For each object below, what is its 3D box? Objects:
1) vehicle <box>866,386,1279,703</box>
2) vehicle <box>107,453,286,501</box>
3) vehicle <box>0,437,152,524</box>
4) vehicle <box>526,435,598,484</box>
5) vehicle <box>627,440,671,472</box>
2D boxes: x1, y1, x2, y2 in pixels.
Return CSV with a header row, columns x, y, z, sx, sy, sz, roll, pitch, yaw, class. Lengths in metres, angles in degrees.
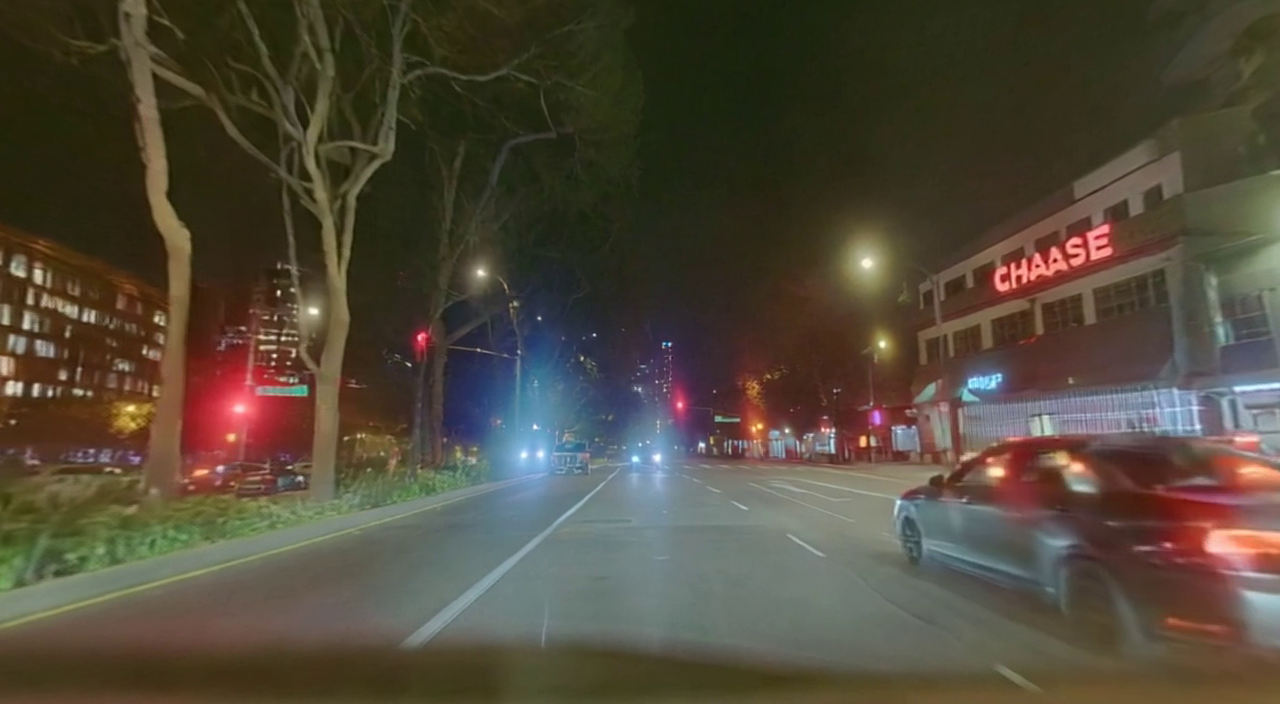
x,y,z,sx,sy,sz,roll,pitch,yaw,class
3.746,1.243,4.951,2.109,1.510,4.927,0,-8,0,vehicle
-14.842,4.191,21.294,4.481,1.455,2.068,-1,-8,2,vehicle
-15.336,3.054,15.275,2.337,1.895,5.872,0,-8,-1,vehicle
-2.861,4.077,24.231,2.057,1.678,4.639,0,-8,1,vehicle
0.421,5.192,31.649,2.059,1.477,3.988,0,-8,0,vehicle
